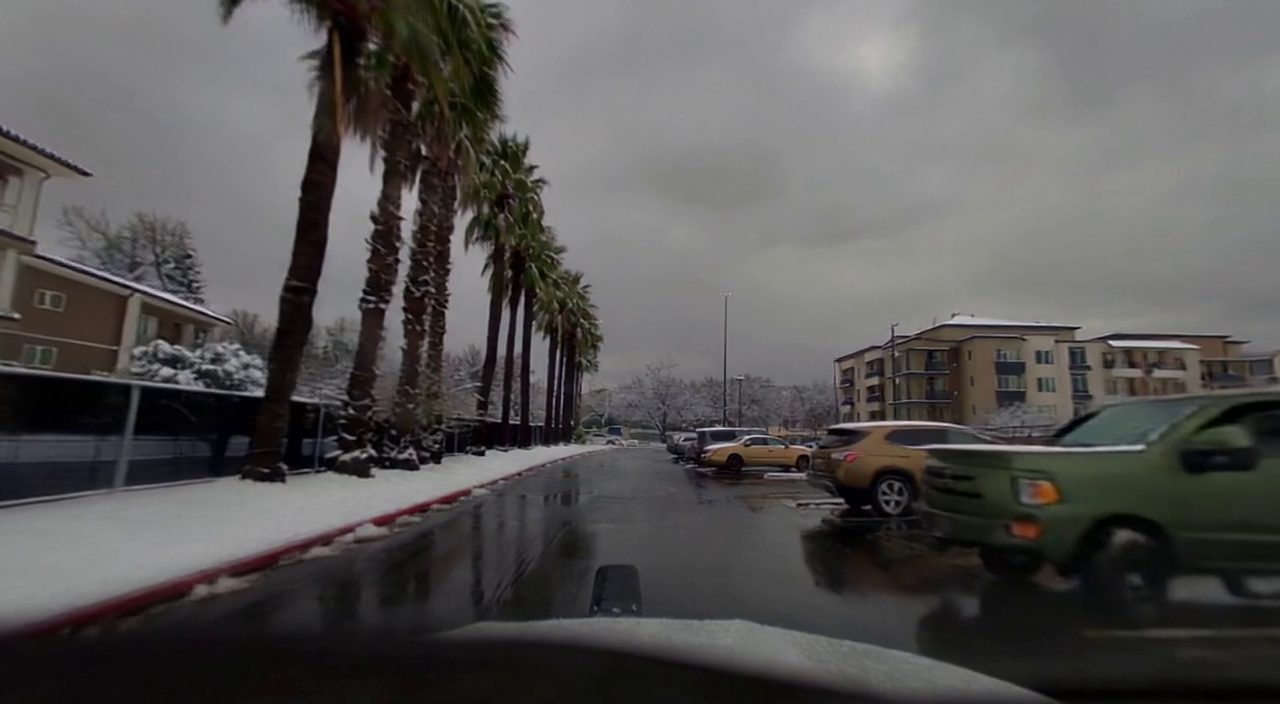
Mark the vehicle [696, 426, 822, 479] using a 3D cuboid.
[{"bbox_3d":[4.683,4.005,25.249,4.609,1.734,1.909,3,-8,0],"label":"vehicle"}]

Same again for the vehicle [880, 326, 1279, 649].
[{"bbox_3d":[5.228,1.095,5.235,5.639,2.033,2.172,3,-7,3],"label":"vehicle"}]
